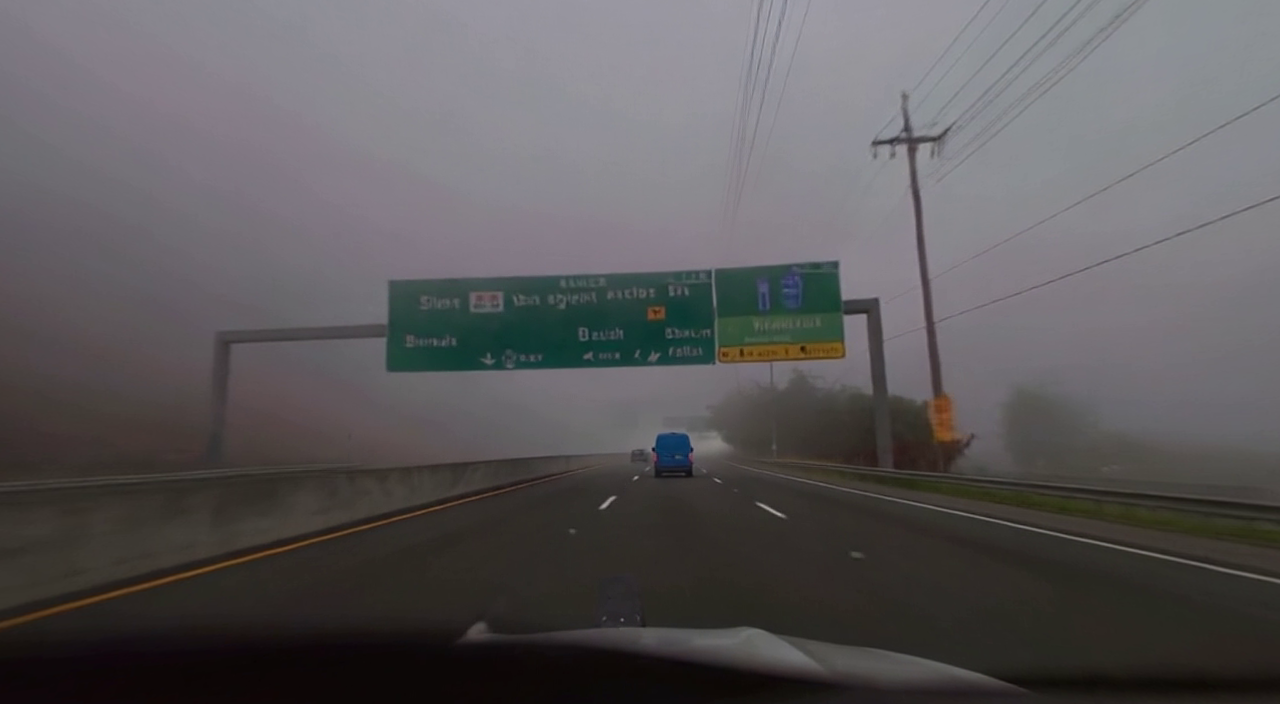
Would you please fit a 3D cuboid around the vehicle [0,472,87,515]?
[{"bbox_3d":[-45.277,10.257,45.725,2.829,2.613,7.507,-3,-8,8],"label":"vehicle"}]

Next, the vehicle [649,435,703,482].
[{"bbox_3d":[1.650,4.925,29.278,2.261,1.969,5.104,-1,-9,3],"label":"vehicle"}]
